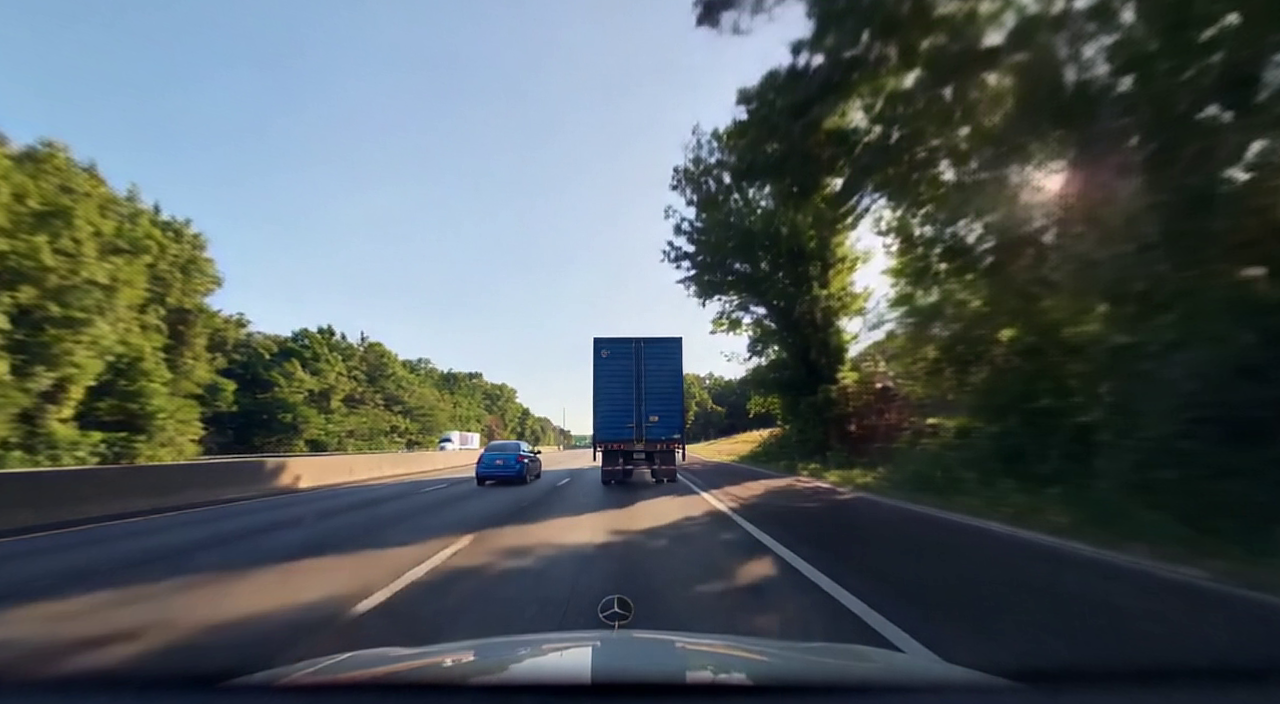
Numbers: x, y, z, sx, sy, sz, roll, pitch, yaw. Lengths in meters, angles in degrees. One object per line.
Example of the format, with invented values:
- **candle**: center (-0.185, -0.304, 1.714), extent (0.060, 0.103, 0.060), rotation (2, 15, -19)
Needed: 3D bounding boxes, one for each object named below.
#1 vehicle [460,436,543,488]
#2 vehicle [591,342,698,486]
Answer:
- **vehicle**: center (-4.500, 3.634, 21.180), extent (1.854, 1.530, 4.268), rotation (0, -8, 0)
- **vehicle**: center (0.002, 2.527, 23.607), extent (3.073, 4.196, 10.546), rotation (0, -8, -1)
